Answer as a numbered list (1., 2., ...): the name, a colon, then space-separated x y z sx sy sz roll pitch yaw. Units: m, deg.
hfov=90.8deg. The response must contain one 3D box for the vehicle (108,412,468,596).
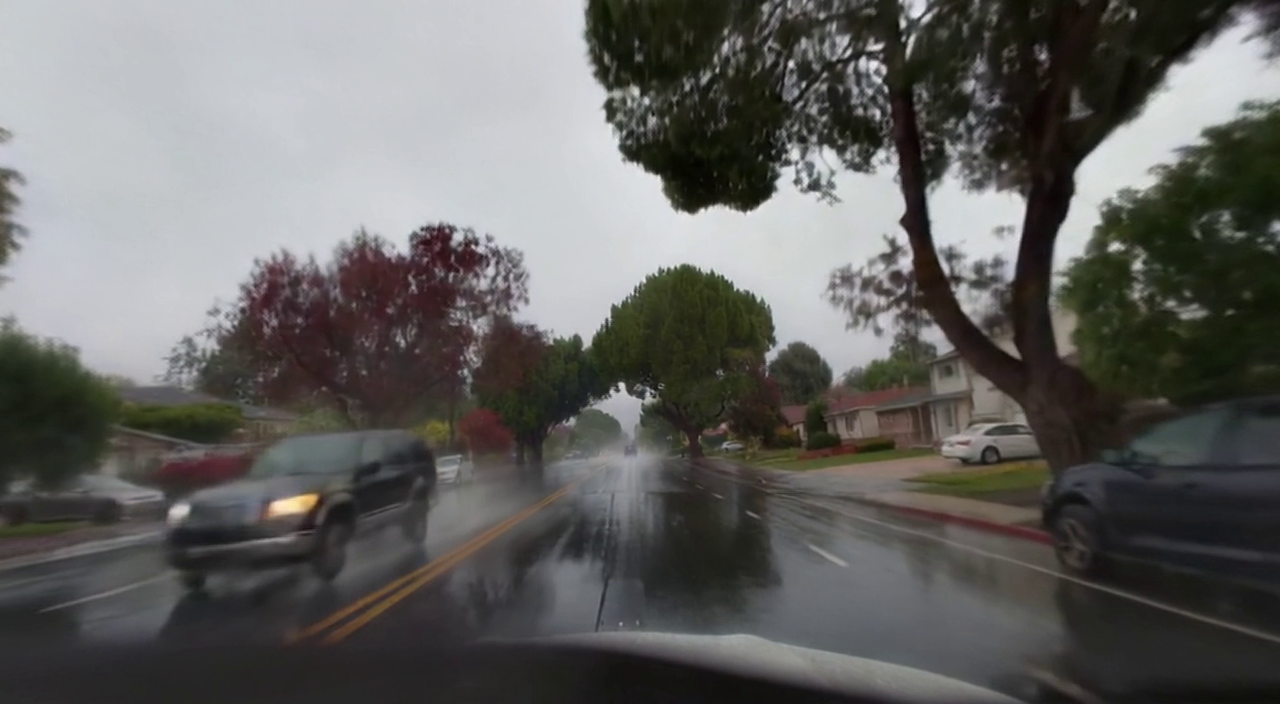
1. vehicle: -4.271 1.925 9.039 2.151 1.830 5.172 0 -9 0

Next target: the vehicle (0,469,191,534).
1. vehicle: -15.090 3.993 17.089 4.353 1.467 1.931 -1 -8 -3

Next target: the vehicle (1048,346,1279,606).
1. vehicle: 6.129 0.962 4.871 2.205 2.020 5.634 0 -9 1
